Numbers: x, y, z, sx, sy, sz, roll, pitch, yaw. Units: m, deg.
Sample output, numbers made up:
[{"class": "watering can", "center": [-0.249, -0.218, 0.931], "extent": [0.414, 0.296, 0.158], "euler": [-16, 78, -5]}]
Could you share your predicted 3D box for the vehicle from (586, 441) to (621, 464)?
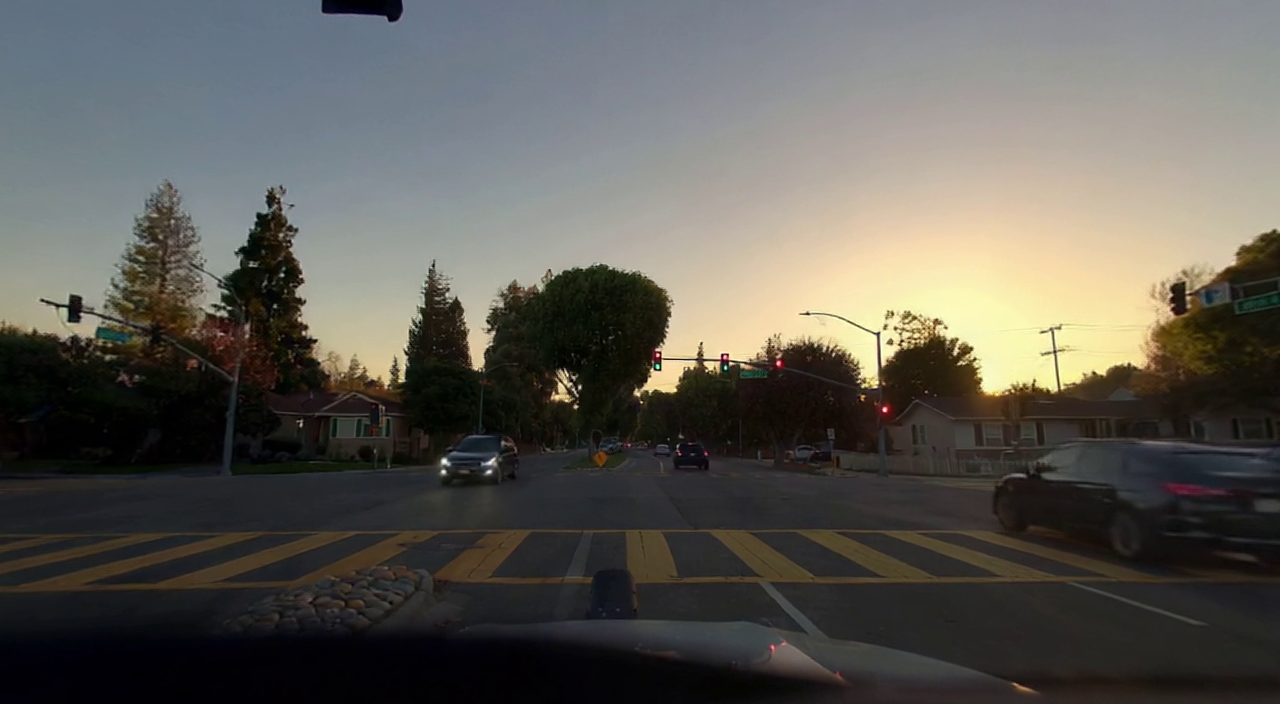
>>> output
[{"class": "vehicle", "center": [-2.392, 6.715, 42.283], "extent": [2.045, 1.484, 3.991], "euler": [0, -9, 0]}]

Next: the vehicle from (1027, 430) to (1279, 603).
[{"class": "vehicle", "center": [6.738, 1.757, 7.653], "extent": [1.961, 1.494, 4.438], "euler": [-2, -9, 11]}]

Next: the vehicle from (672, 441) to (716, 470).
[{"class": "vehicle", "center": [2.887, 5.627, 34.623], "extent": [1.947, 1.467, 4.455], "euler": [0, -9, -1]}]

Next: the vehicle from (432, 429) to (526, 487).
[{"class": "vehicle", "center": [-5.123, 3.443, 20.723], "extent": [2.025, 1.704, 4.104], "euler": [0, -9, -1]}]
